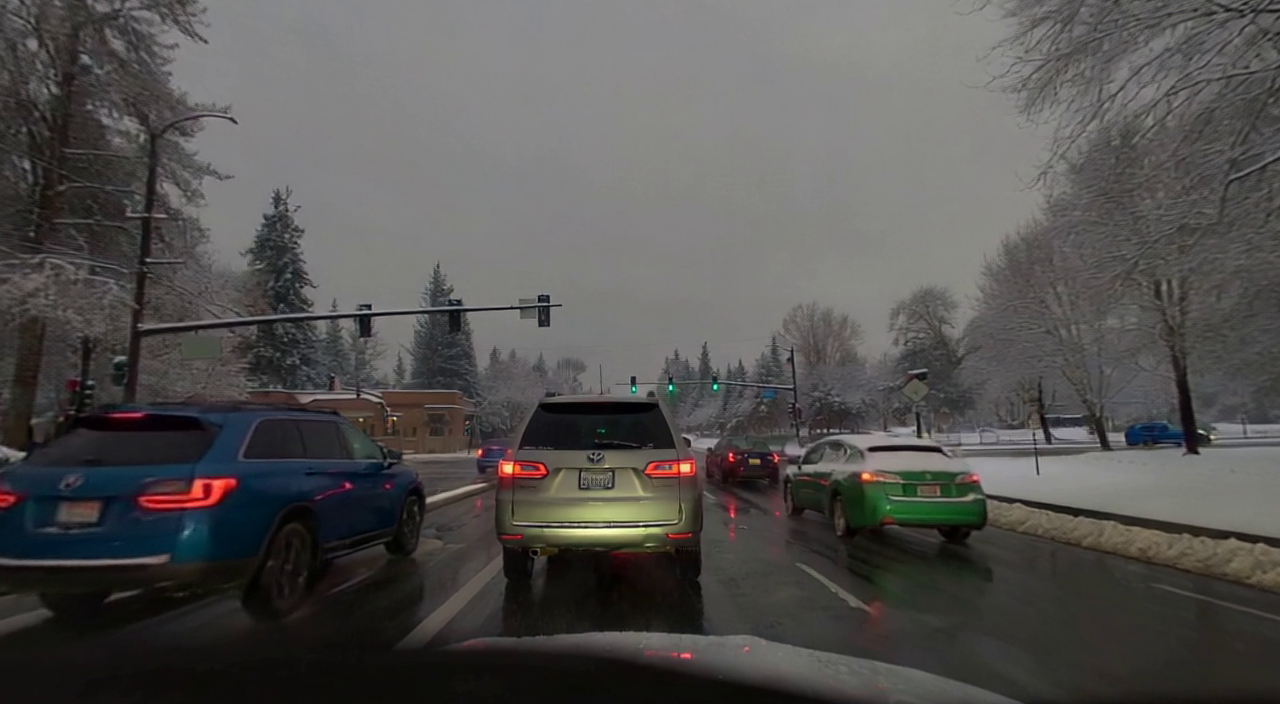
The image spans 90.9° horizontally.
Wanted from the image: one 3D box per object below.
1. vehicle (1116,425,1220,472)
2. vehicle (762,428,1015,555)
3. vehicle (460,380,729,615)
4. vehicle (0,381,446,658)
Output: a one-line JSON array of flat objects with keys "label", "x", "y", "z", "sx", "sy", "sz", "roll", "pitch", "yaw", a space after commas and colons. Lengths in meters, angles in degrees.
[{"label": "vehicle", "x": 19.307, "y": 3.509, "z": 22.980, "sx": 4.215, "sy": 1.578, "sz": 1.892, "roll": 7, "pitch": -11, "yaw": -37}, {"label": "vehicle", "x": 3.358, "y": 1.967, "z": 9.622, "sx": 2.121, "sy": 1.494, "sz": 4.208, "roll": 0, "pitch": -8, "yaw": 0}, {"label": "vehicle", "x": -0.362, "y": 1.439, "z": 7.101, "sx": 2.064, "sy": 1.817, "sz": 4.298, "roll": 0, "pitch": -8, "yaw": 0}, {"label": "vehicle", "x": -3.721, "y": 1.344, "z": 6.160, "sx": 2.160, "sy": 1.666, "sz": 4.583, "roll": 0, "pitch": -8, "yaw": 0}]
